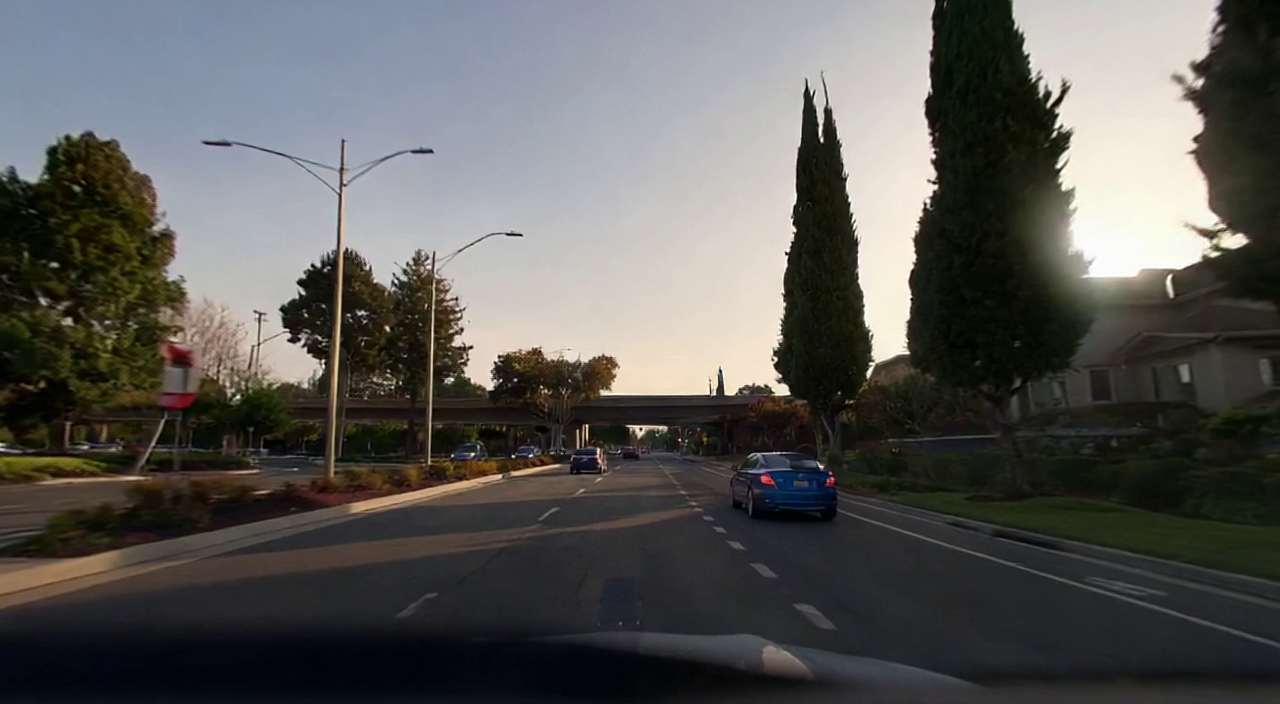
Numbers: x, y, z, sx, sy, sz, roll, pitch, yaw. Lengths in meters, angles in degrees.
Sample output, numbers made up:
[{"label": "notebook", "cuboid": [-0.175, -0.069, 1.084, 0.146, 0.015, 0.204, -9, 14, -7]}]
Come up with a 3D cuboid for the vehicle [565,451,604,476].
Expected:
[{"label": "vehicle", "cuboid": [-3.469, 7.032, 40.025, 2.041, 1.460, 4.036, 0, -8, 1]}]

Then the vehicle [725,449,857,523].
[{"label": "vehicle", "cuboid": [3.437, 3.119, 15.335, 2.068, 1.497, 4.247, 0, -8, -1]}]
